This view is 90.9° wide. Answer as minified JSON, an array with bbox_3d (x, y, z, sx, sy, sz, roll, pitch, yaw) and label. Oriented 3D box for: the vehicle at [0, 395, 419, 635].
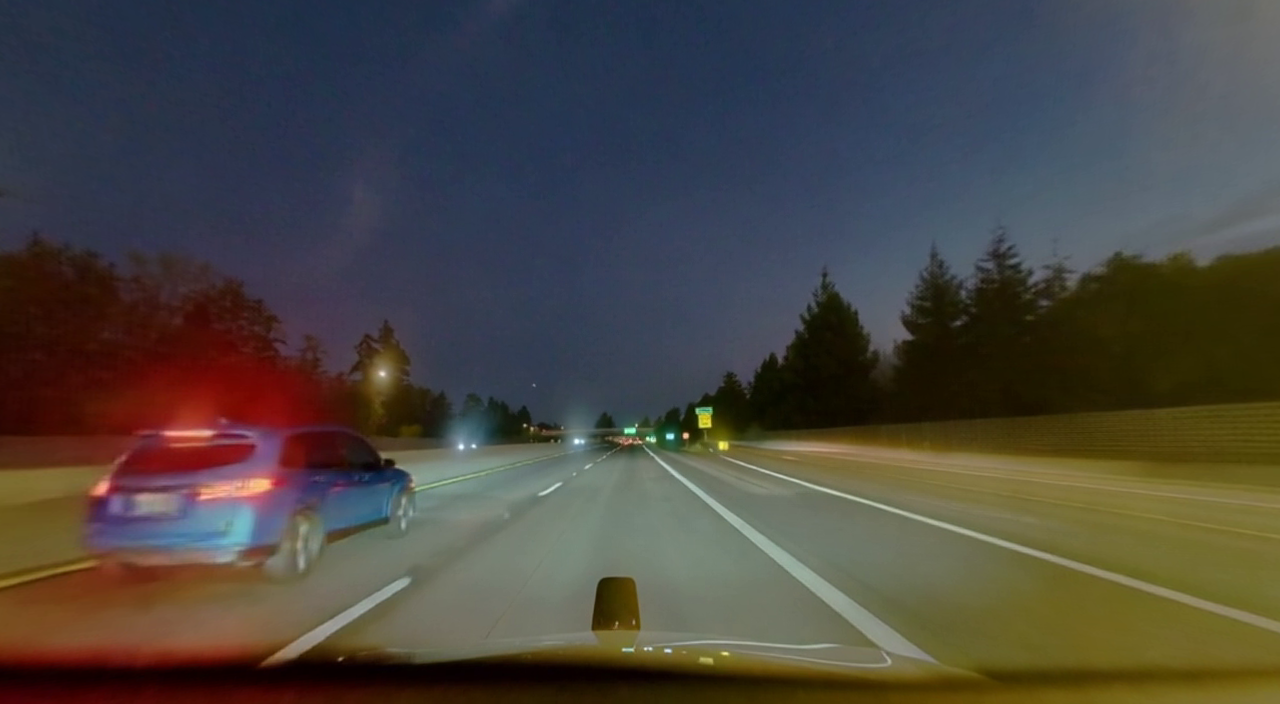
[{"bbox_3d":[-4.105,1.415,6.548,2.129,1.641,4.263,0,-8,-1],"label":"vehicle"}]
